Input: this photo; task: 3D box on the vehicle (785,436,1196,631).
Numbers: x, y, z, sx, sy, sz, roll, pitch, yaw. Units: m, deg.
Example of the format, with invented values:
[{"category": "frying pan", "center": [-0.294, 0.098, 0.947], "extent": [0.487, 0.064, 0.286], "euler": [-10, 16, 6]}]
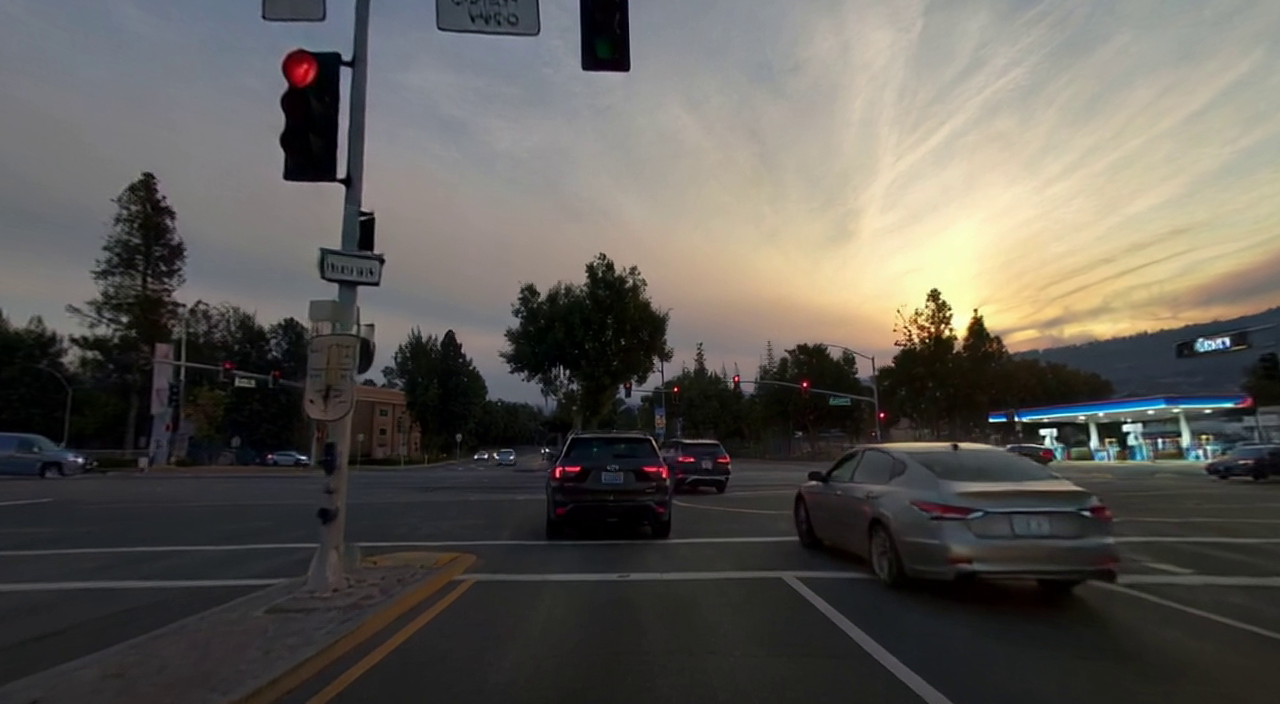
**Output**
[{"category": "vehicle", "center": [3.218, 1.735, 7.181], "extent": [1.965, 1.460, 4.581], "euler": [0, -9, -1]}]

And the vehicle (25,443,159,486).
[{"category": "vehicle", "center": [-26.573, 5.447, 30.764], "extent": [4.658, 1.911, 2.162], "euler": [-2, -9, 5]}]

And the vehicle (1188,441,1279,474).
[{"category": "vehicle", "center": [29.657, 5.059, 30.423], "extent": [4.505, 1.519, 1.996], "euler": [-1, -9, 5]}]

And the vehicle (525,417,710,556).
[{"category": "vehicle", "center": [-0.443, 2.055, 10.402], "extent": [2.351, 1.733, 4.616], "euler": [0, -9, -4]}]
